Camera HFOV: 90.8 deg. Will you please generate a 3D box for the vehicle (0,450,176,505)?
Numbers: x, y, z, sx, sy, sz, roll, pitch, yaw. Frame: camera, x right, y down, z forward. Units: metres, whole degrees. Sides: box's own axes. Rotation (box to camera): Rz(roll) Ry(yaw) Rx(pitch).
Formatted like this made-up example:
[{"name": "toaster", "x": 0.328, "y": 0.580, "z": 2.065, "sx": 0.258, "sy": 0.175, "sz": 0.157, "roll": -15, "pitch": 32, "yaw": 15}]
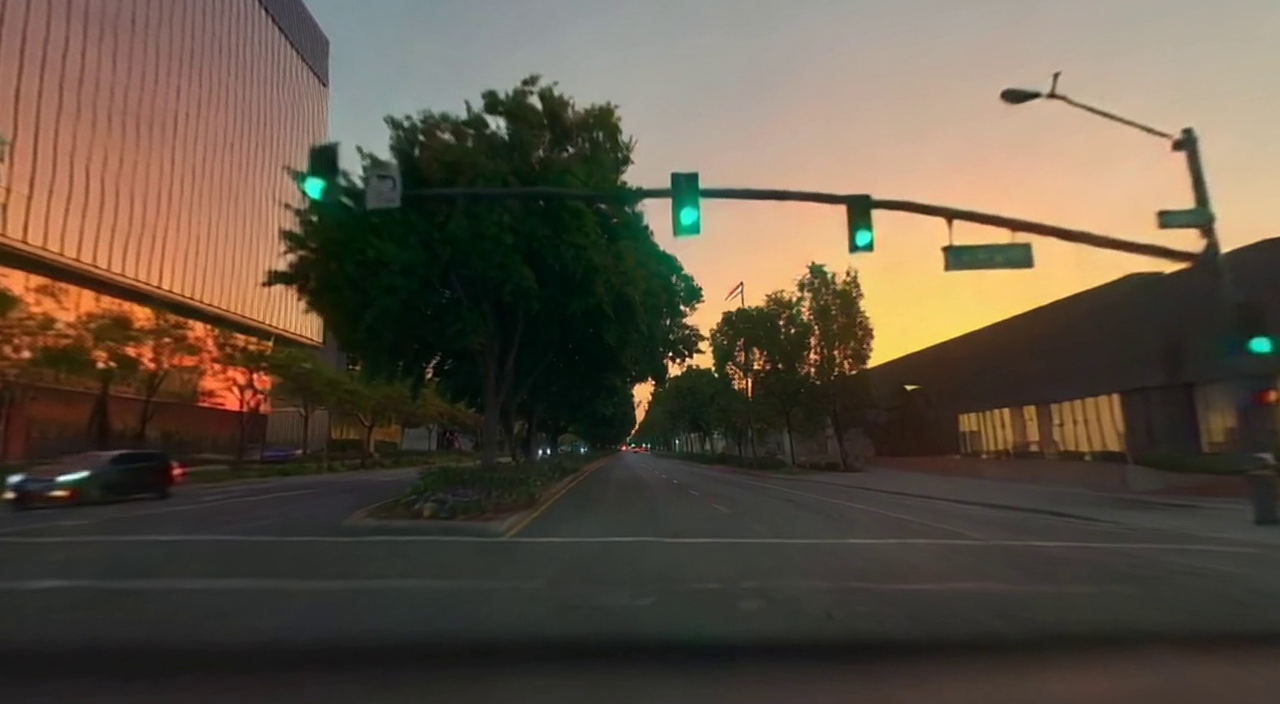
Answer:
[{"name": "vehicle", "x": -16.552, "y": 3.680, "z": 18.964, "sx": 1.924, "sy": 1.434, "sz": 4.456, "roll": 0, "pitch": -9, "yaw": -1}]
